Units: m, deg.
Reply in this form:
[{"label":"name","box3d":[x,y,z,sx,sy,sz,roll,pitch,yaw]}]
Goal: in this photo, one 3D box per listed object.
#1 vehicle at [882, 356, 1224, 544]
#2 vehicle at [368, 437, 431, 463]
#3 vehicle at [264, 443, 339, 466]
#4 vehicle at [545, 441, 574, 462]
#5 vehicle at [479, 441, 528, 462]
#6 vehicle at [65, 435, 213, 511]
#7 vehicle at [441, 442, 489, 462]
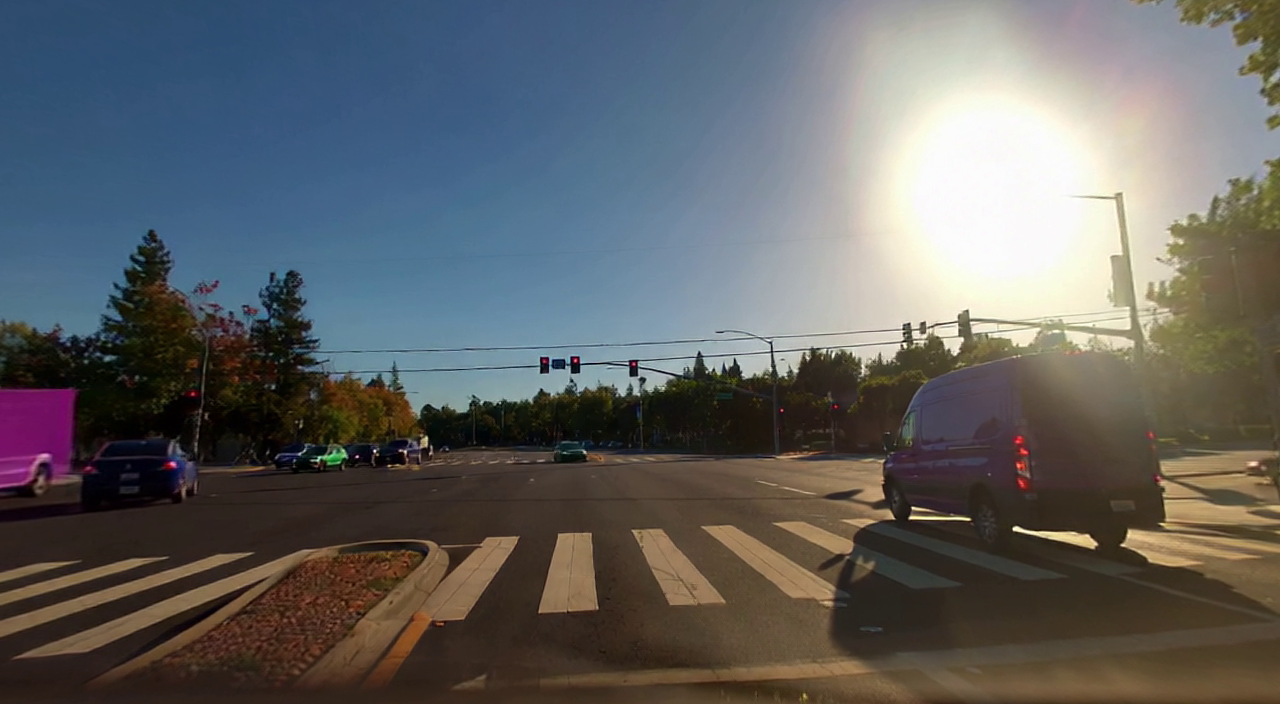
[{"label":"vehicle","box3d":[6.545,1.690,11.172,2.332,2.511,5.326,0,-9,0]},{"label":"vehicle","box3d":[-17.383,7.150,46.000,2.189,1.753,4.785,-1,-9,8]},{"label":"vehicle","box3d":[-21.834,6.643,40.998,1.859,1.415,4.591,-1,-9,8]},{"label":"vehicle","box3d":[-5.593,6.951,44.236,1.907,1.409,3.909,1,-9,-7]},{"label":"vehicle","box3d":[-10.145,7.468,47.401,2.097,1.484,4.596,-1,-9,7]},{"label":"vehicle","box3d":[-11.697,2.788,15.118,1.993,1.496,4.524,5,-10,-29]},{"label":"vehicle","box3d":[-13.181,7.587,47.847,1.845,1.426,4.289,-1,-9,8]}]
